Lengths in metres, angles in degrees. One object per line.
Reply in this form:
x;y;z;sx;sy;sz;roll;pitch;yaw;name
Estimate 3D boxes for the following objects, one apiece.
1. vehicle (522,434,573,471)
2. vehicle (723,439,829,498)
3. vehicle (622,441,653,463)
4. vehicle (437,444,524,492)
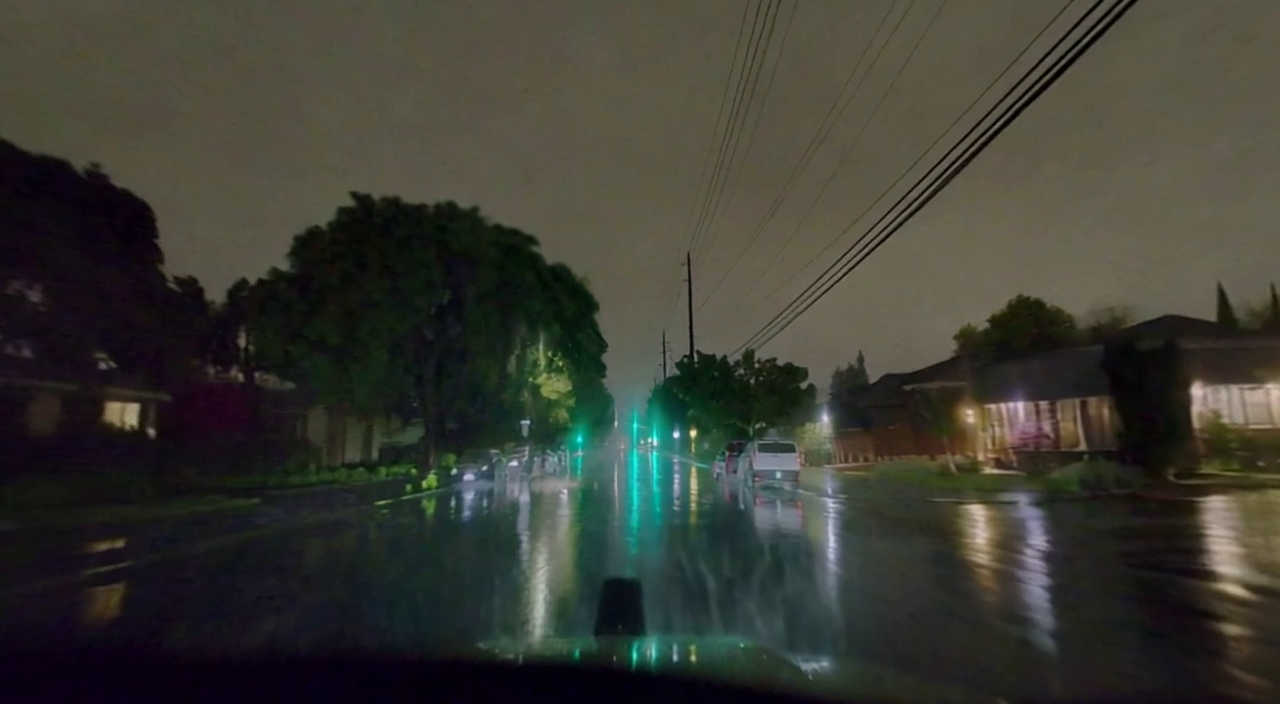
-6.011;6.530;41.627;2.284;2.119;5.984;-3;-7;1;vehicle
4.008;3.513;19.646;2.144;1.572;5.026;0;-8;0;vehicle
-0.230;7.131;45.166;2.062;1.509;4.305;0;-8;-1;vehicle
-6.136;4.486;25.050;2.094;1.433;5.740;-4;-7;-2;vehicle
